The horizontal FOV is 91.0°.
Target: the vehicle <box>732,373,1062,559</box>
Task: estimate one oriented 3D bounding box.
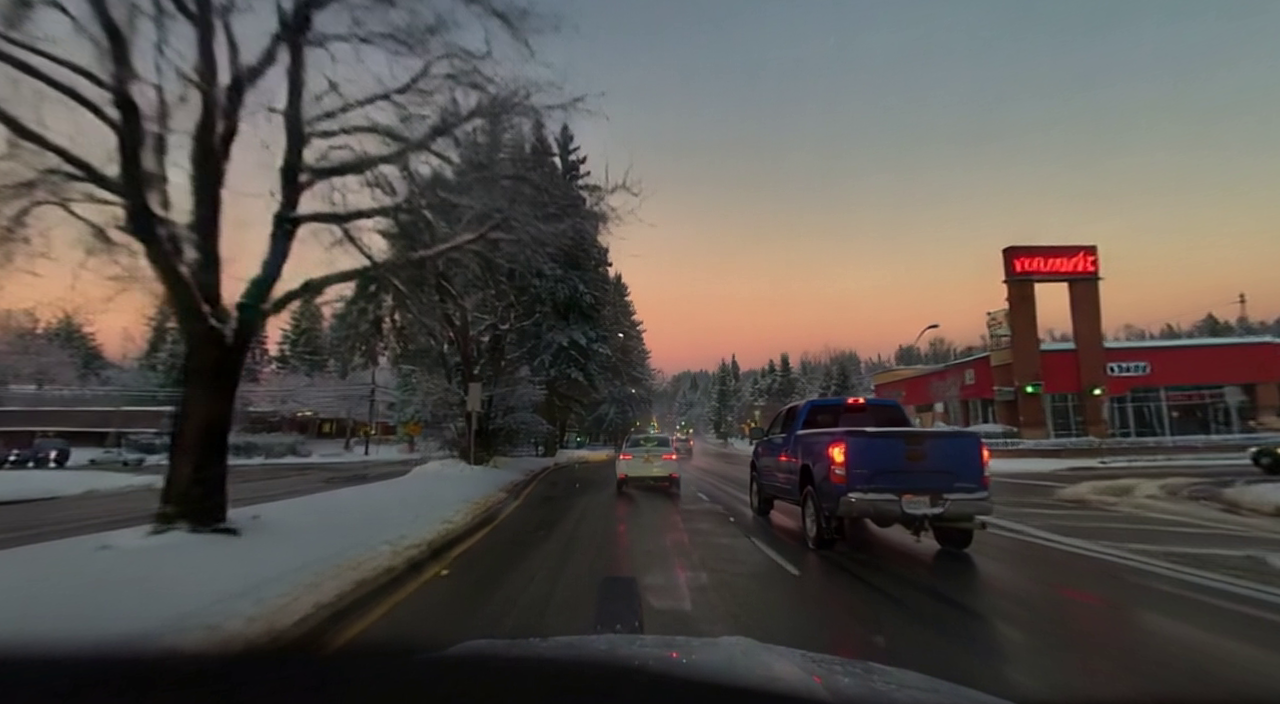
[{"bbox_3d":[3.347,1.730,10.210,2.731,2.101,6.047,0,-8,-1],"label":"vehicle"}]

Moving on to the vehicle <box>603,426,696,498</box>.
[{"bbox_3d":[0.191,2.834,16.602,2.145,1.650,4.021,0,-8,-1],"label":"vehicle"}]

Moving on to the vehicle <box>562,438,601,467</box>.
[{"bbox_3d":[-3.200,5.430,34.156,1.960,1.475,4.161,1,-8,-6],"label":"vehicle"}]

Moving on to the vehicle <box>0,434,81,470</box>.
[{"bbox_3d":[-32.978,5.173,32.648,5.603,1.772,2.150,1,-8,-4],"label":"vehicle"}]
